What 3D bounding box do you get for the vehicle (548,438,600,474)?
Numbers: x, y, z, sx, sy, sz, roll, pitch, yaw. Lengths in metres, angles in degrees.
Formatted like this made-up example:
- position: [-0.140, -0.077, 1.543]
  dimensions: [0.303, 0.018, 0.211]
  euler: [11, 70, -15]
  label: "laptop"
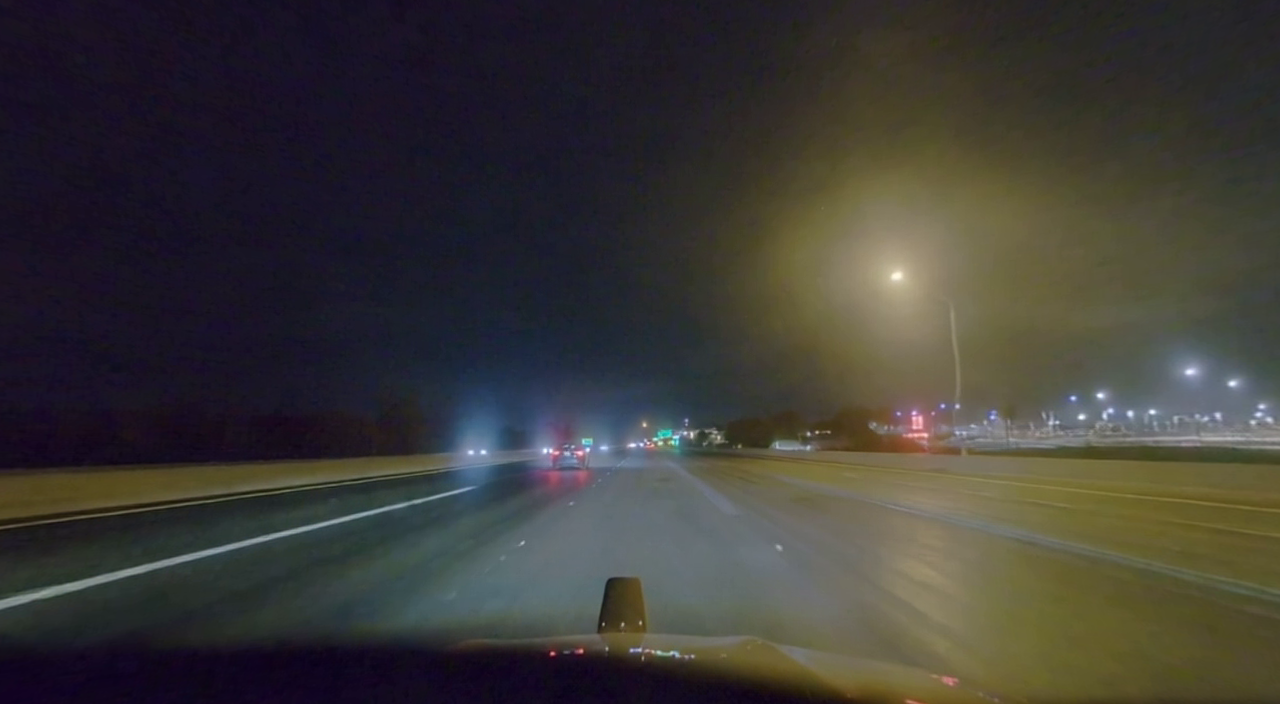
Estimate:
- position: [-3.297, 5.325, 32.490]
  dimensions: [2.072, 1.706, 4.359]
  euler: [0, -8, 2]
  label: "vehicle"
